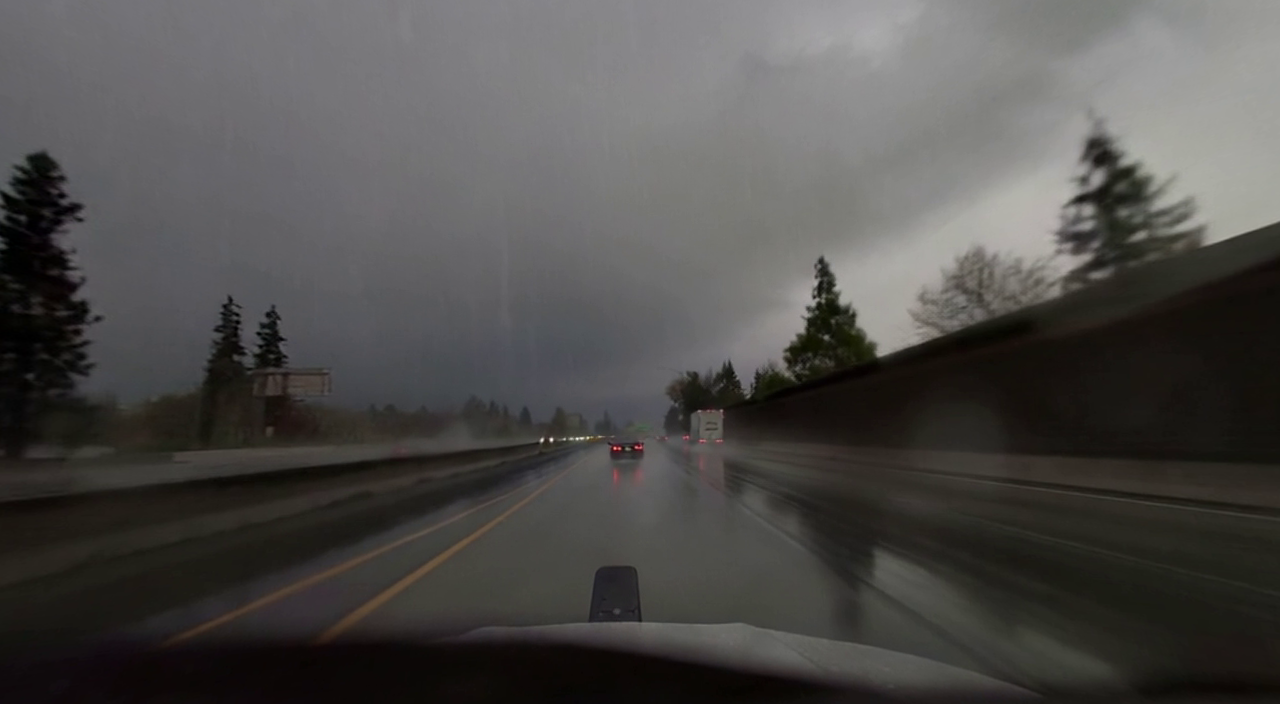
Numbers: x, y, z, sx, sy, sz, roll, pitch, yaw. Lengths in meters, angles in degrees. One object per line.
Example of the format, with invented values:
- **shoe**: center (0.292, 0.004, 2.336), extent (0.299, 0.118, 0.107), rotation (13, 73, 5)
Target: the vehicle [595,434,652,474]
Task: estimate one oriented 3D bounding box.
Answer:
- **vehicle**: center (-0.696, 4.094, 25.600), extent (2.119, 1.480, 4.000), rotation (0, -8, -2)
